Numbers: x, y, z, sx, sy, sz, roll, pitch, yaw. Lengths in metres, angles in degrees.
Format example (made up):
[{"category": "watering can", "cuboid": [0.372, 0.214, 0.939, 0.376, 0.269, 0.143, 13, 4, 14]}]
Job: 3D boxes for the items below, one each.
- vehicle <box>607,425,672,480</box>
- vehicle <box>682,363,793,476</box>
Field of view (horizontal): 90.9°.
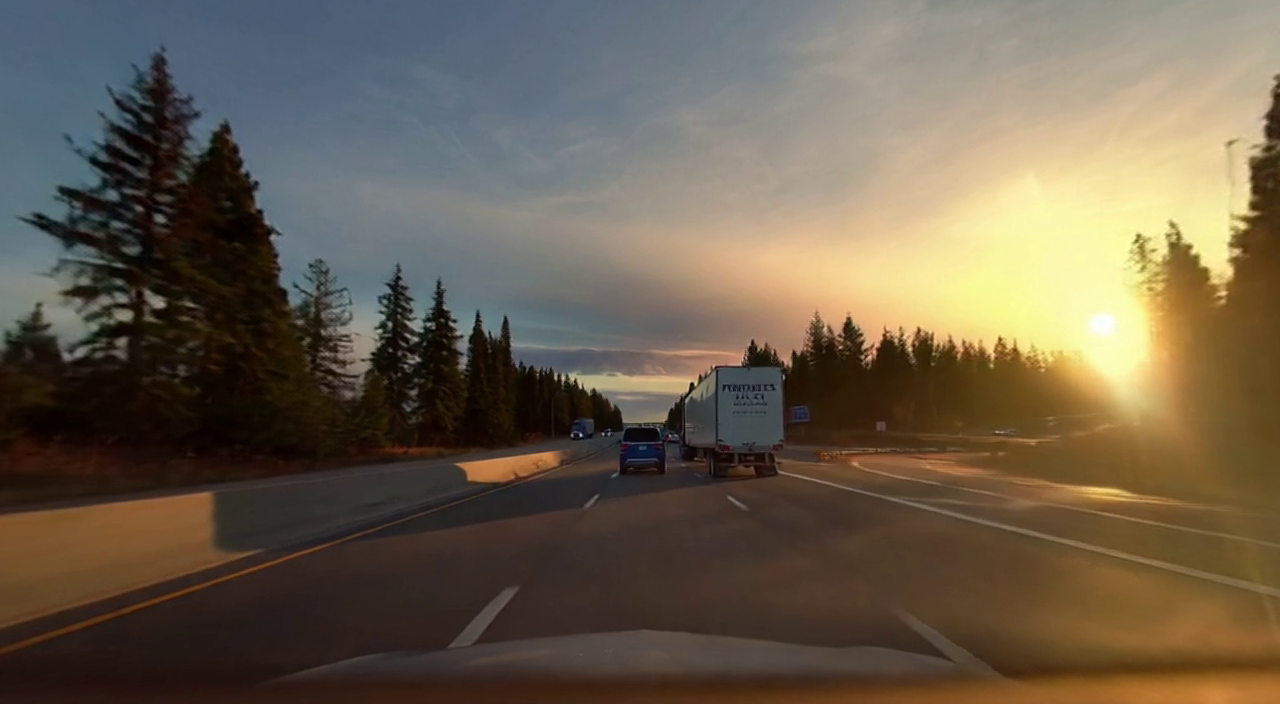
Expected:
[{"category": "vehicle", "cuboid": [-0.038, 3.751, 23.767, 2.222, 1.848, 4.610, 0, -8, -1]}, {"category": "vehicle", "cuboid": [4.130, 3.684, 31.527, 2.899, 4.160, 16.621, 0, -8, 0]}]
